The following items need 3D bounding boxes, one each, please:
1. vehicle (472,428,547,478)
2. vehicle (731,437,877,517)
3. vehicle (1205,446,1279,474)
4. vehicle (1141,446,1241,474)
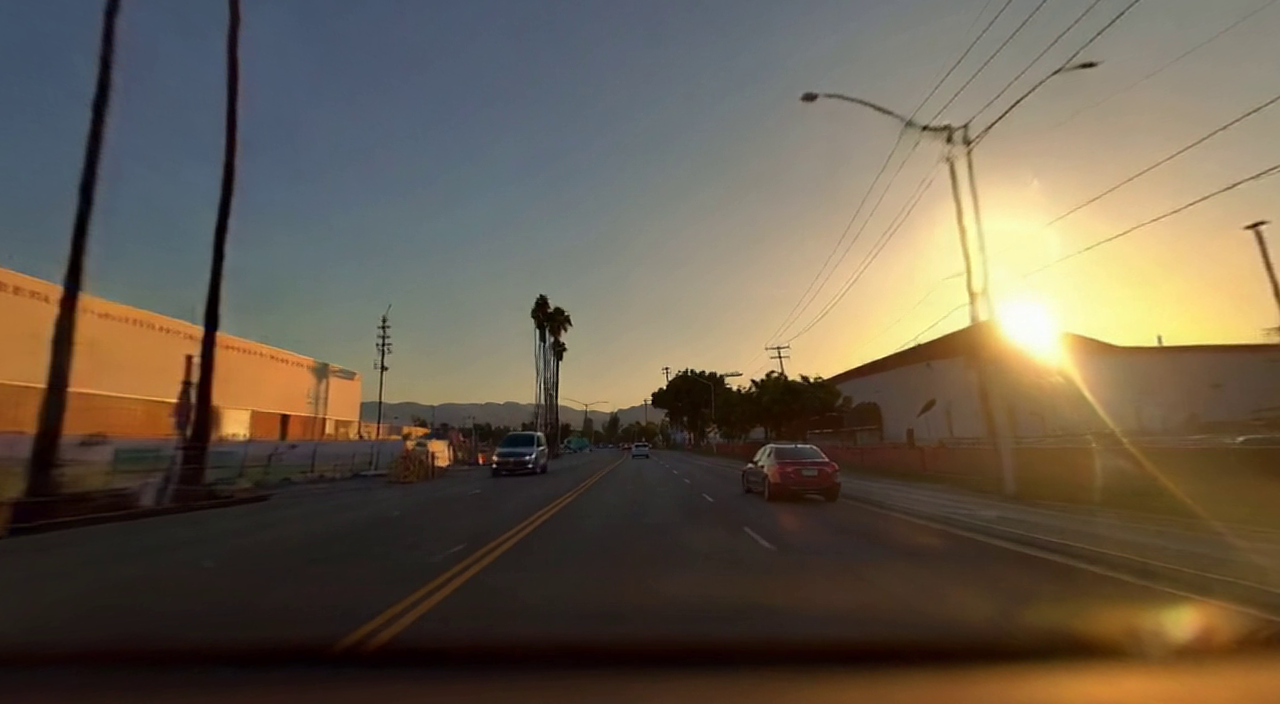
[{"bbox_3d":[-6.565,5.169,32.441,2.538,2.287,6.052,0,-8,0],"label":"vehicle"},{"bbox_3d":[3.591,2.824,14.779,2.148,1.562,4.642,0,-8,0],"label":"vehicle"},{"bbox_3d":[35.840,6.253,36.679,1.784,1.509,4.273,0,-8,2],"label":"vehicle"},{"bbox_3d":[32.683,6.380,37.432,1.851,1.522,4.665,-1,-8,3],"label":"vehicle"}]
